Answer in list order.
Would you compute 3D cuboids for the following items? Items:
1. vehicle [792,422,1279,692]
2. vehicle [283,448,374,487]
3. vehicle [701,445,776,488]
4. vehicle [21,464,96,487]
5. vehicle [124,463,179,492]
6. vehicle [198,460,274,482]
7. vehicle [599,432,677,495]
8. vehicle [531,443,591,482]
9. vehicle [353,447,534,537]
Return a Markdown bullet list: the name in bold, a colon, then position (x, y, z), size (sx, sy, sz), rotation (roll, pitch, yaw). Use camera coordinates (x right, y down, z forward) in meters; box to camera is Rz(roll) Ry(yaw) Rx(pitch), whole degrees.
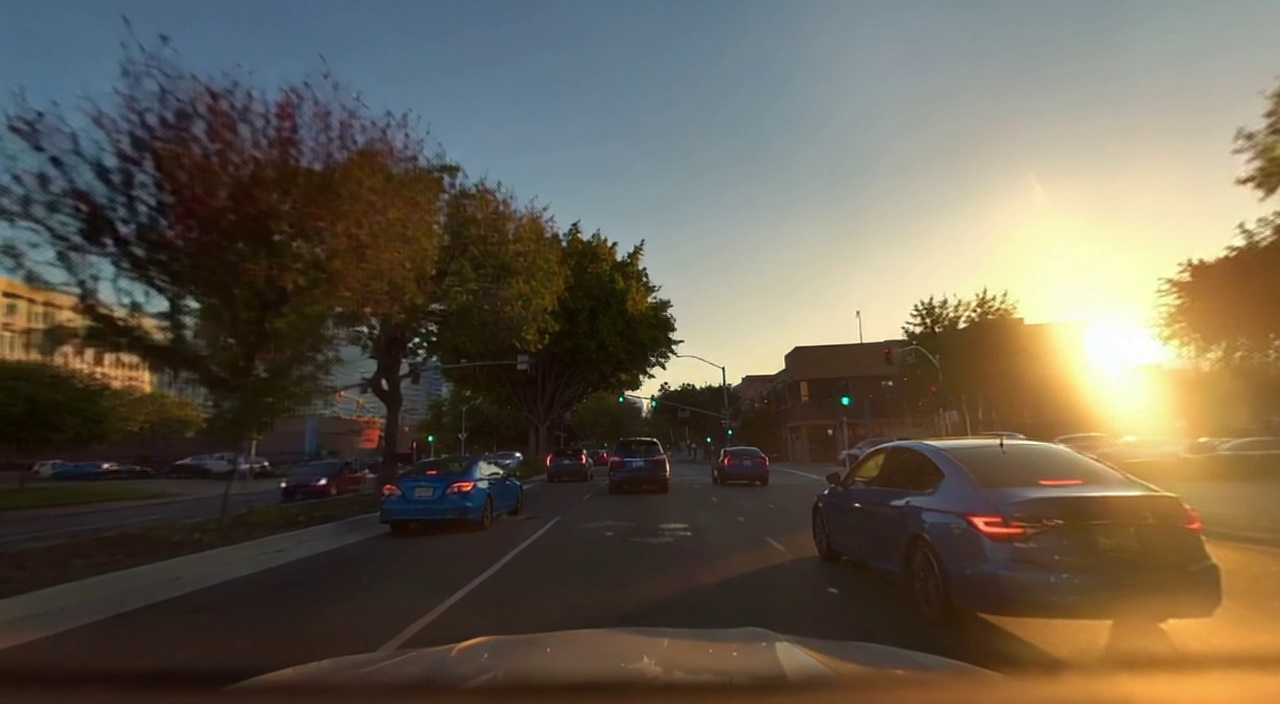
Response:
- **vehicle**: position (2.988, 1.467, 5.805), size (2.052, 1.475, 4.540), rotation (0, -8, 0)
- **vehicle**: position (-15.992, 5.919, 32.688), size (2.205, 1.795, 4.757), rotation (0, -8, 1)
- **vehicle**: position (3.590, 4.260, 23.828), size (2.058, 1.472, 4.317), rotation (0, -8, -1)
- **vehicle**: position (-42.432, 8.956, 45.979), size (4.552, 1.492, 1.882), rotation (-3, -9, 17)
- **vehicle**: position (-28.974, 7.392, 37.316), size (1.921, 1.452, 4.549), rotation (8, -12, -44)
- **vehicle**: position (-29.663, 8.719, 46.323), size (4.488, 1.445, 2.098), rotation (-2, -9, 13)
- **vehicle**: position (-0.061, 3.716, 21.478), size (2.361, 1.898, 4.465), rotation (0, -8, 0)
- **vehicle**: position (-3.463, 4.938, 28.502), size (2.130, 1.645, 3.995), rotation (0, -8, 1)
- **vehicle**: position (-3.434, 2.504, 11.926), size (2.115, 1.369, 3.908), rotation (0, -8, 1)
